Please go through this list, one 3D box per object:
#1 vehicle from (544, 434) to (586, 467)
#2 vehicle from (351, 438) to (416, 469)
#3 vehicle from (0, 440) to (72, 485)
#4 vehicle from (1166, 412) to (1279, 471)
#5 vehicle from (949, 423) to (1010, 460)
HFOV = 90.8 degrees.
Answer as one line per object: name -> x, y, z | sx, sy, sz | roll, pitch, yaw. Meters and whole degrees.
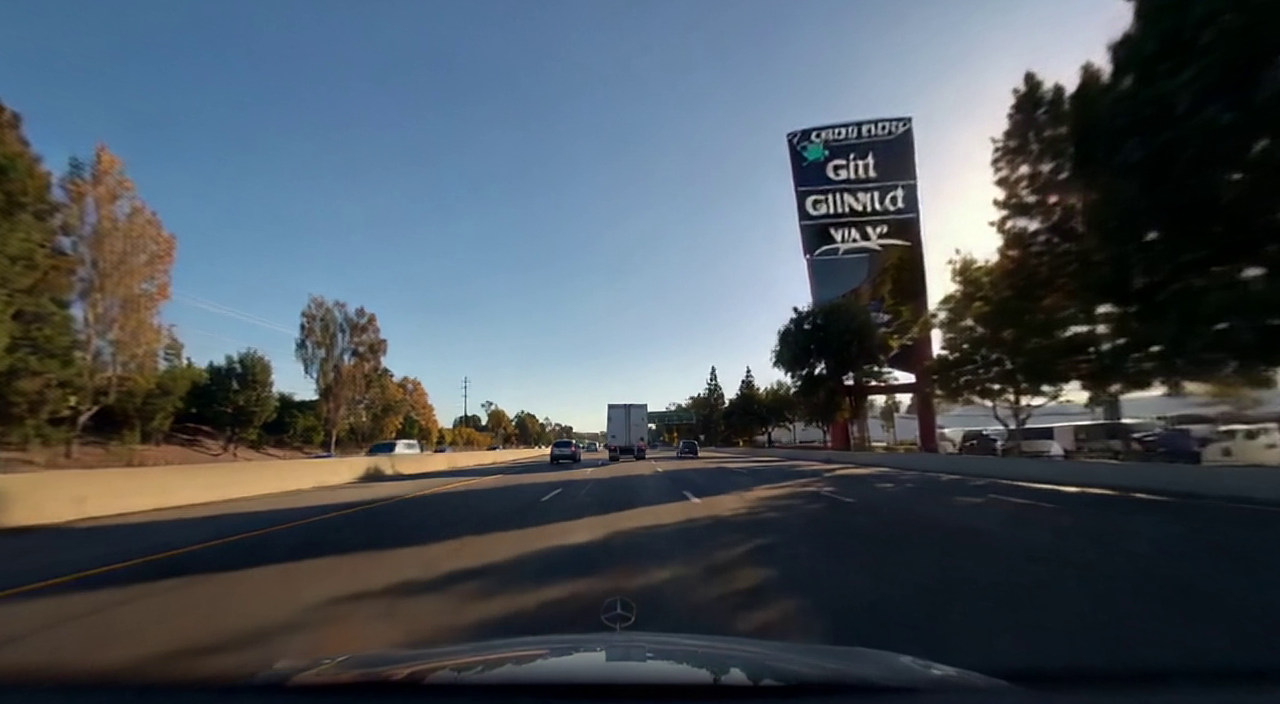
vehicle -> -4.615, 6.155, 39.637 | 2.095, 1.930, 4.680 | 0, -8, 0
vehicle -> -16.442, 6.509, 40.850 | 2.162, 1.862, 5.326 | 0, -8, -3
vehicle -> -45.763, 7.855, 45.212 | 2.684, 3.094, 7.583 | -1, -8, 5
vehicle -> 33.840, 5.029, 36.102 | 6.921, 3.077, 2.698 | 2, -9, -24
vehicle -> 26.108, 6.896, 48.864 | 2.193, 2.640, 5.959 | -1, -8, 9
